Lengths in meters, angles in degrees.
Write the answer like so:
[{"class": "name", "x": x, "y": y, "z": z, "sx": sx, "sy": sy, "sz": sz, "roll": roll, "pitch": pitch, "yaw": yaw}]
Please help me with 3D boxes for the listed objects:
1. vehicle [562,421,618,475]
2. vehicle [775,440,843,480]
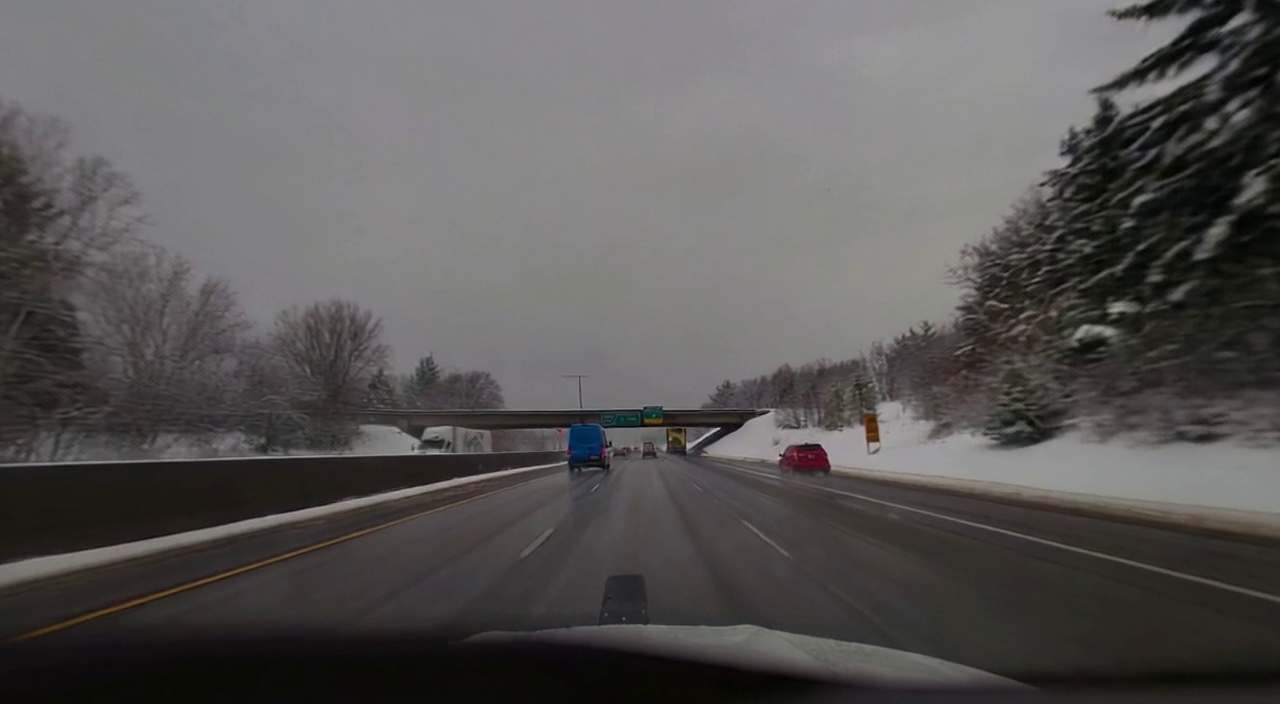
[{"class": "vehicle", "x": -2.566, "y": 5.219, "z": 34.094, "sx": 2.451, "sy": 2.627, "sz": 5.868, "roll": 0, "pitch": -9, "yaw": 1}, {"class": "vehicle", "x": 7.584, "y": 4.900, "z": 28.711, "sx": 1.936, "sy": 1.664, "sz": 4.198, "roll": 0, "pitch": -9, "yaw": 1}]
